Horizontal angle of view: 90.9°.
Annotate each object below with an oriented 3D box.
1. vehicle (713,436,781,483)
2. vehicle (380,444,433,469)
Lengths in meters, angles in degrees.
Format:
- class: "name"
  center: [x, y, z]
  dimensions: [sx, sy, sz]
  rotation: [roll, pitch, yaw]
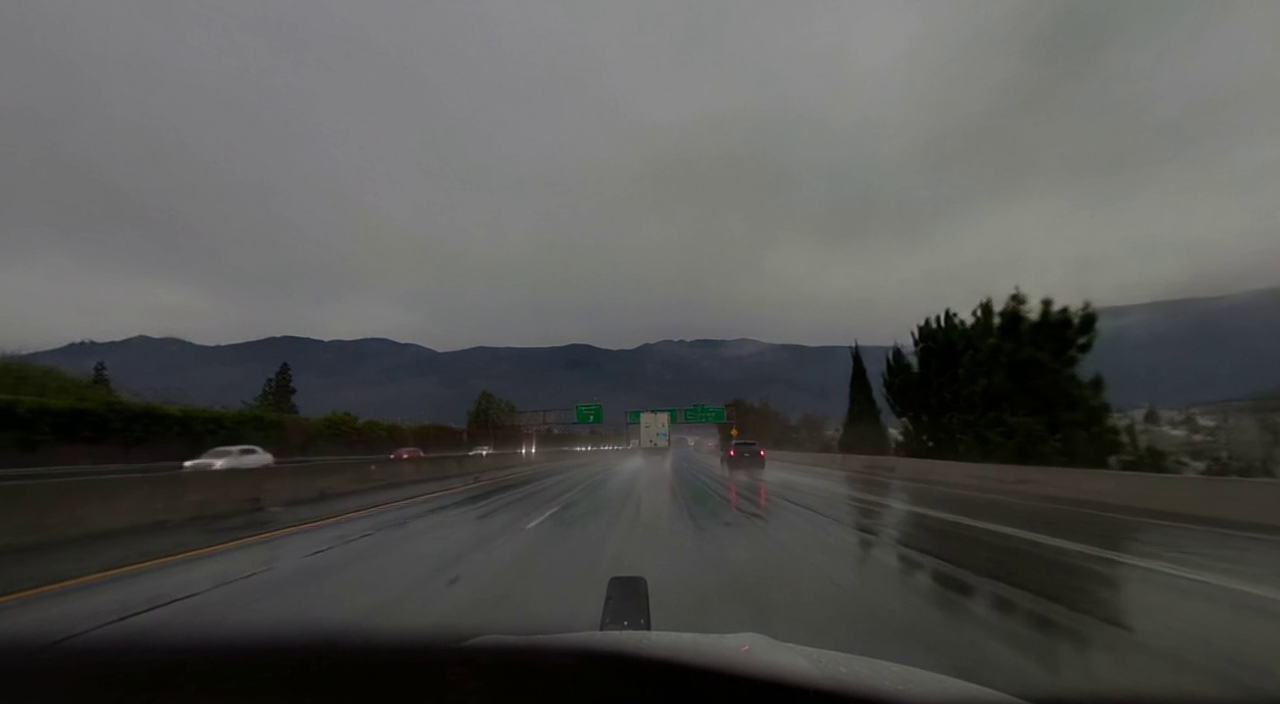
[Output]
- class: "vehicle"
  center: [4.005, 4.088, 24.225]
  dimensions: [1.880, 1.624, 3.941]
  rotation: [0, -8, 0]
- class: "vehicle"
  center: [-17.503, 7.858, 47.537]
  dimensions: [2.032, 1.684, 5.065]
  rotation: [1, -8, 1]
